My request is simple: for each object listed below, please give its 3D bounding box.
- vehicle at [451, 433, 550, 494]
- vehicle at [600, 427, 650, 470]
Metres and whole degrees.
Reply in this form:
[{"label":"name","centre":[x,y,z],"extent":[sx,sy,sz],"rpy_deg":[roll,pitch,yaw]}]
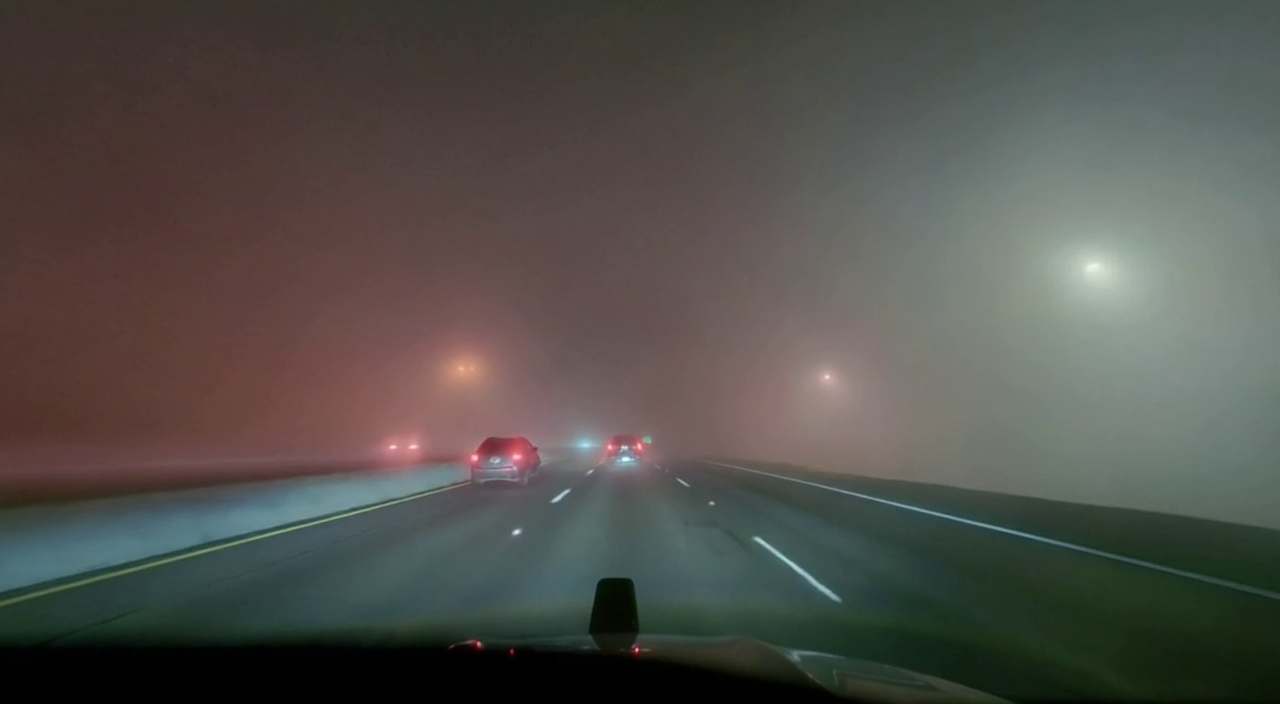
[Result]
[{"label":"vehicle","centre":[-4.026,3.278,18.979],"extent":[2.039,1.602,4.317],"rpy_deg":[0,-8,0]},{"label":"vehicle","centre":[-0.780,4.879,31.964],"extent":[2.382,1.973,4.439],"rpy_deg":[0,-8,-2]}]
